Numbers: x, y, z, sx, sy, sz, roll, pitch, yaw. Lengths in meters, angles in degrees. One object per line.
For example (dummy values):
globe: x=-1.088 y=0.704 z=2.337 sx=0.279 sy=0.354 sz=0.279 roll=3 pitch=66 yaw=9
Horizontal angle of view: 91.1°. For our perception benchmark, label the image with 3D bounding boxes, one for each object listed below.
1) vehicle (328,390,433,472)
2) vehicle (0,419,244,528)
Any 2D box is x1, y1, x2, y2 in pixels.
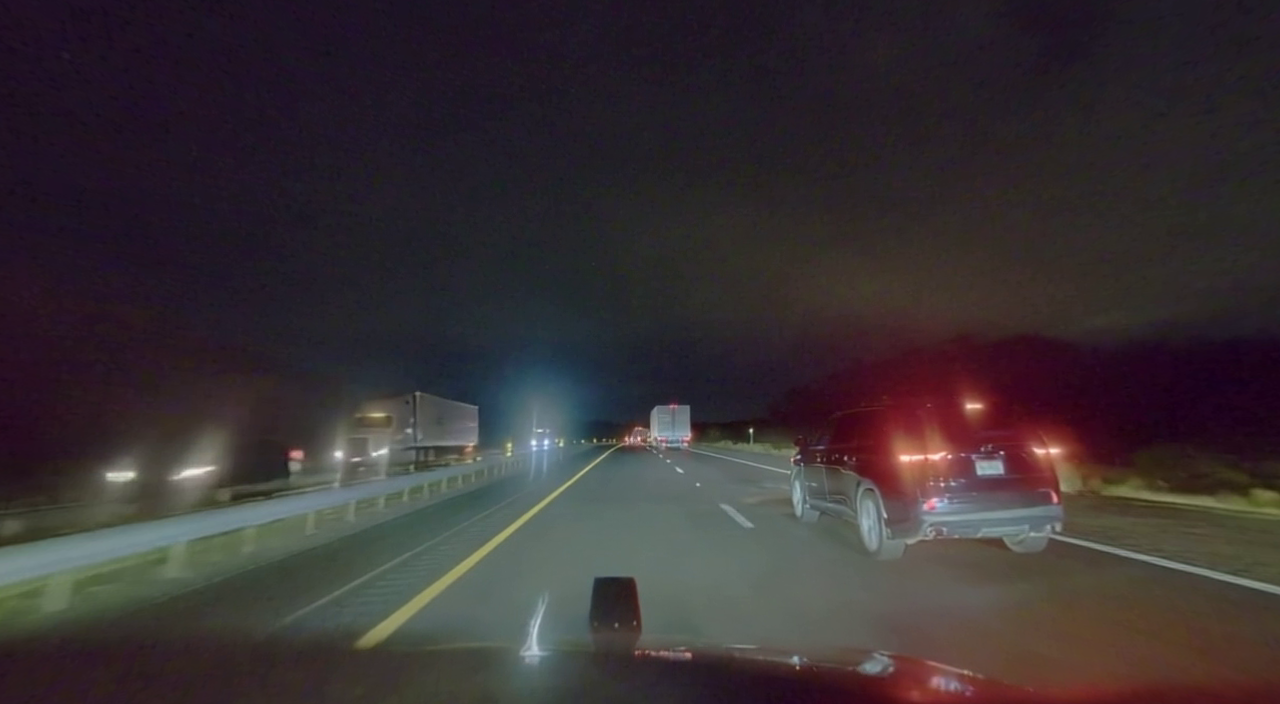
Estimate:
vehicle: x=-13.616 y=4.230 z=33.666 sx=2.984 sy=3.955 sz=6.098 roll=0 pitch=-8 yaw=-1
vehicle: x=-10.931 y=2.443 z=13.338 sx=2.007 sy=1.888 sz=4.537 roll=0 pitch=-8 yaw=0
